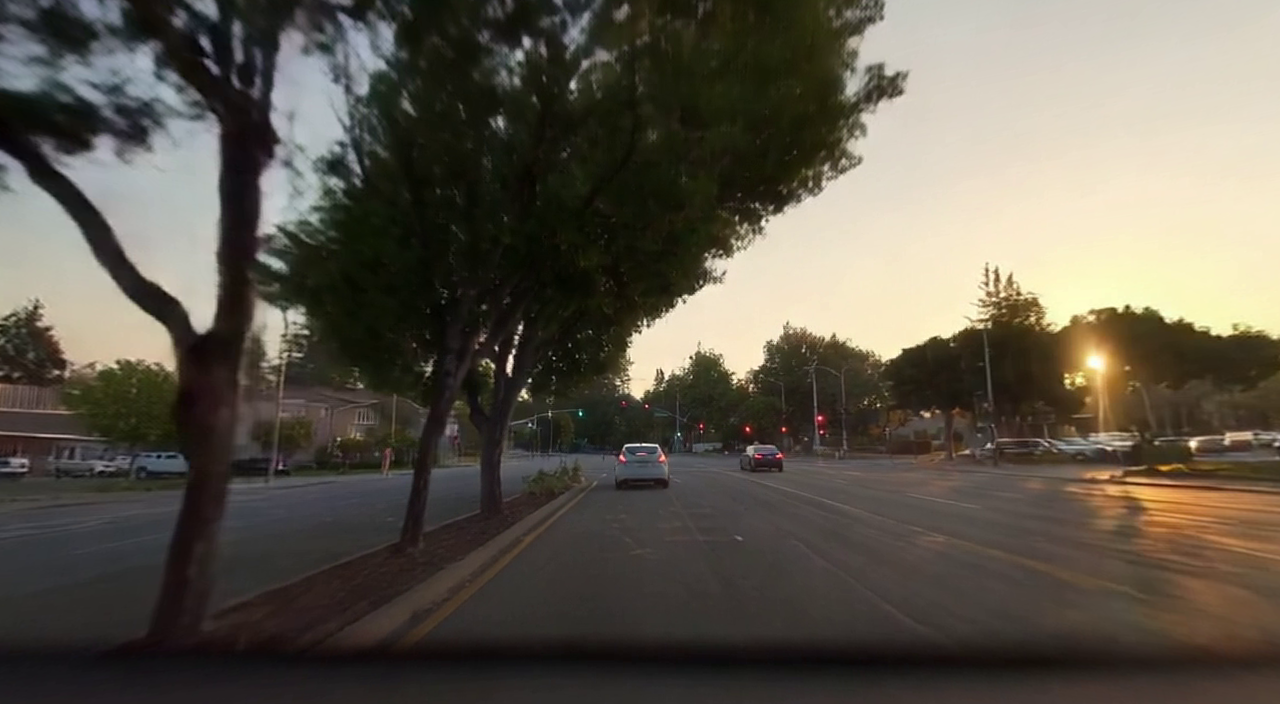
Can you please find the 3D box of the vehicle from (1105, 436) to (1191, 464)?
[{"bbox_3d":[31.902,6.168,39.824,1.873,1.588,4.133,-2,-8,-1],"label":"vehicle"}]

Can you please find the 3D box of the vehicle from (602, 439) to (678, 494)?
[{"bbox_3d":[-0.026,3.438,19.350,2.064,1.477,3.968,0,-9,-1],"label":"vehicle"}]

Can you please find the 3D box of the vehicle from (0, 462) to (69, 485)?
[{"bbox_3d":[-46.981,9.247,48.272,1.847,1.534,5.021,0,-9,1],"label":"vehicle"}]
